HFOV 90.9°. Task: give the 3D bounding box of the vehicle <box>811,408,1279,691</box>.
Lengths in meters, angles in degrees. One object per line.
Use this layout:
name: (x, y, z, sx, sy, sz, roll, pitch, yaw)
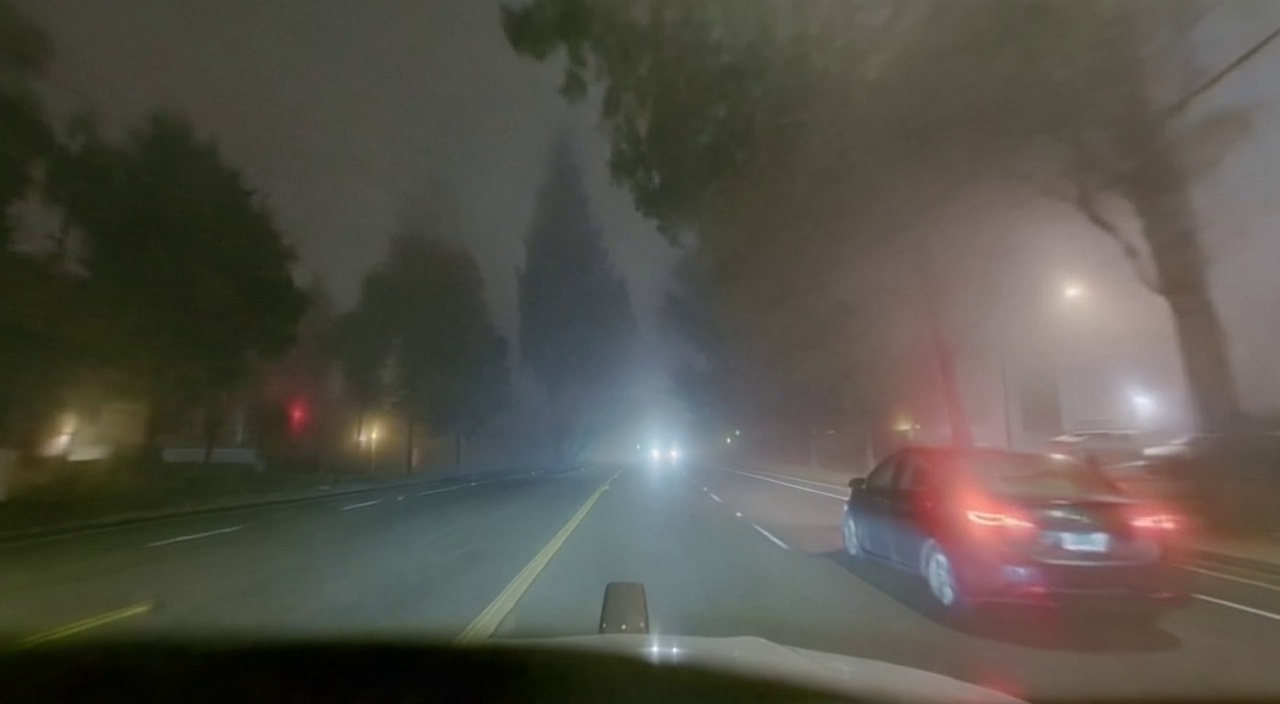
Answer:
vehicle: (3.167, 1.359, 5.549, 2.134, 1.476, 4.327, 0, -8, 1)
